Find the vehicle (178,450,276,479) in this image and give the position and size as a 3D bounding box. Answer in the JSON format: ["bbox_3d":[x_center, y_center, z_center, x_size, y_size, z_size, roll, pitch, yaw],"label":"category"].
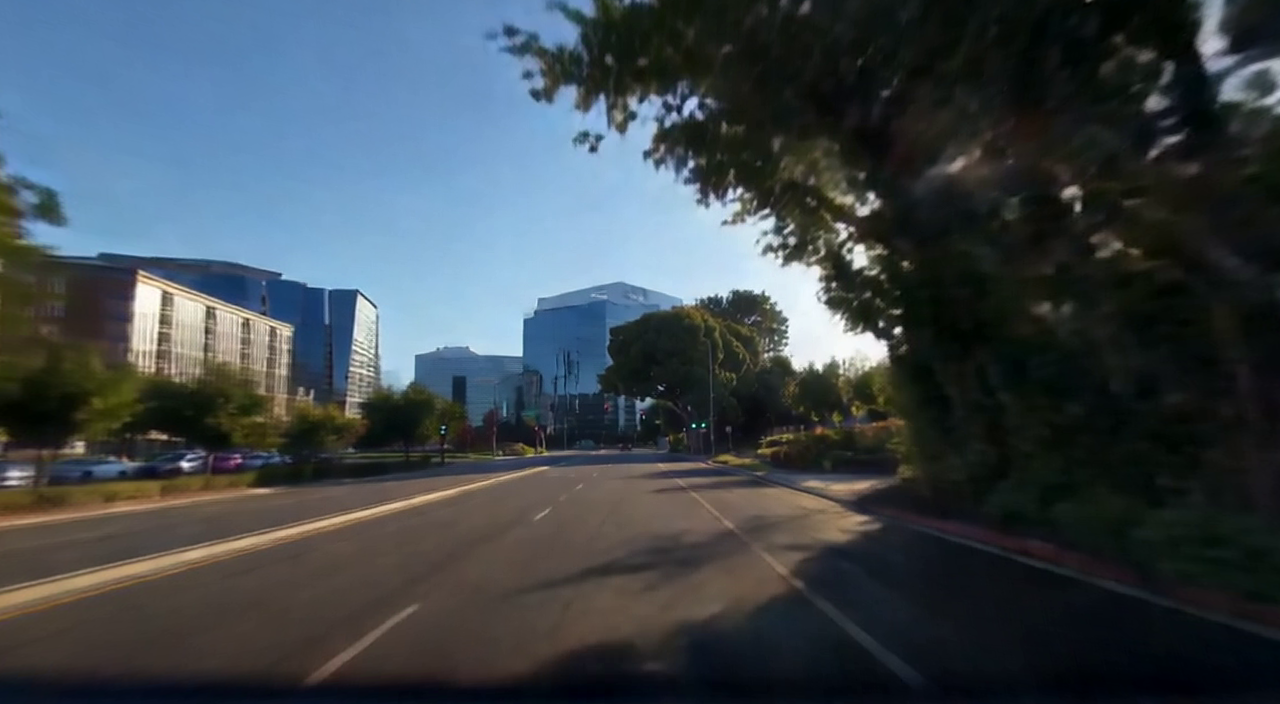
[{"bbox_3d":[-24.612,6.692,37.809,4.377,1.668,1.977,1,-8,-6],"label":"vehicle"}]

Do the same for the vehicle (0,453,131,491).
[{"bbox_3d":[-24.712,5.115,27.059,4.166,1.517,1.887,0,-8,3],"label":"vehicle"}]
